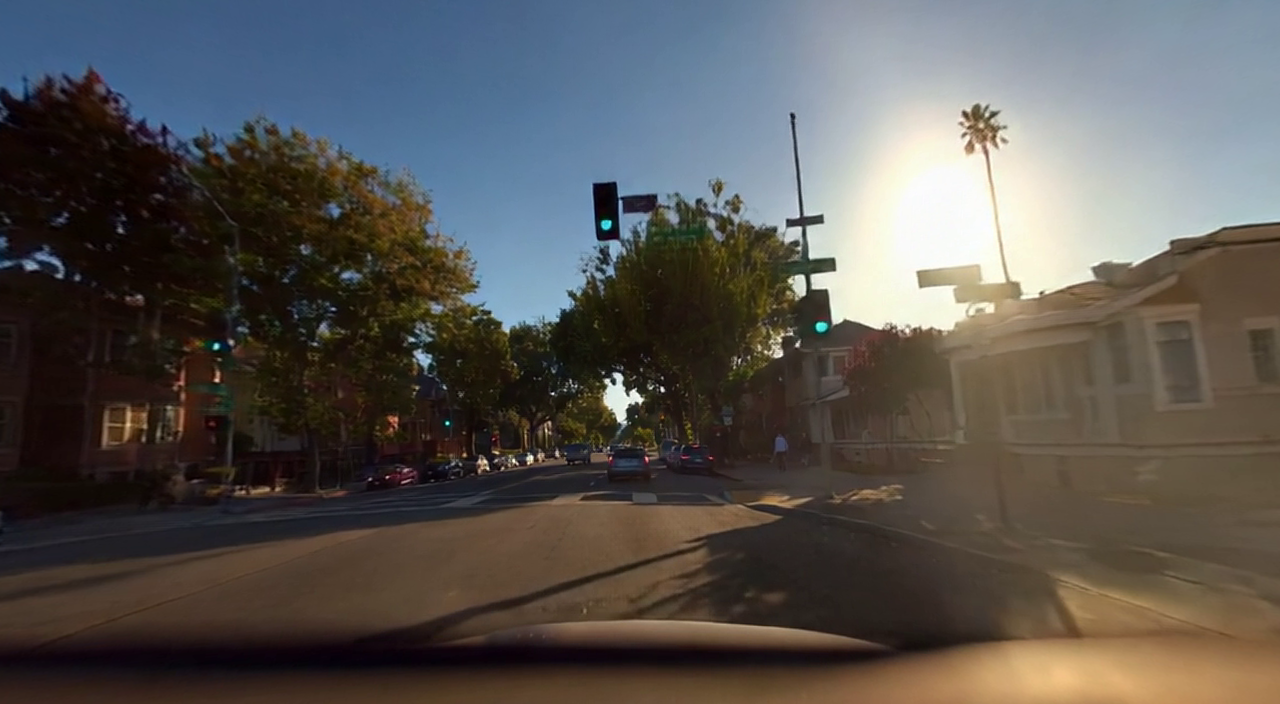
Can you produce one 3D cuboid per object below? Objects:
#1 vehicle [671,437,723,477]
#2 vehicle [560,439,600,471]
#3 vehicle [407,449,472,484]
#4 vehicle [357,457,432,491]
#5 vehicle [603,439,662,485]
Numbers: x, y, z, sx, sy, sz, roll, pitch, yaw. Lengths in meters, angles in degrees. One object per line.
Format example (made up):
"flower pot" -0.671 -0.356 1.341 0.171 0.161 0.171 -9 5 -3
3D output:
"vehicle" 2.602 4.919 29.775 1.969 1.725 4.387 0 -8 -1
"vehicle" -3.610 6.265 38.362 1.983 1.841 4.013 0 -8 1
"vehicle" -12.258 6.995 38.910 2.109 1.941 6.025 0 -8 -1
"vehicle" -12.138 6.042 31.401 1.913 1.475 4.372 0 -8 1
"vehicle" -0.297 4.035 23.393 1.998 1.518 4.015 0 -8 -1
